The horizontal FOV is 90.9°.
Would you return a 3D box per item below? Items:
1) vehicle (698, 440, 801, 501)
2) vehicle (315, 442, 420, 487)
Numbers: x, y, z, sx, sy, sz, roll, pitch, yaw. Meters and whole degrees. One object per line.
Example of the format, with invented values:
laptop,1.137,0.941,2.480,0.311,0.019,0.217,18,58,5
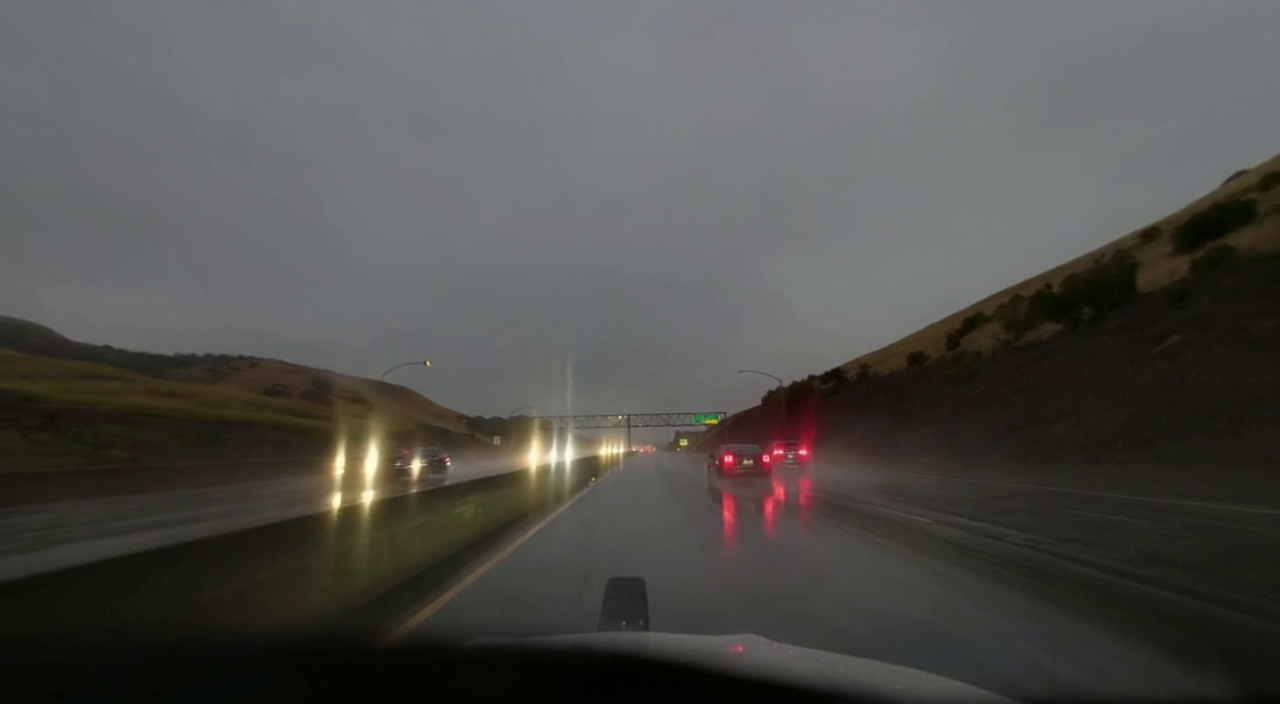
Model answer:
vehicle,2.869,3.201,17.514,2.044,1.444,4.216,0,-8,-1
vehicle,-12.566,5.183,29.611,2.338,1.817,5.761,-2,-8,1
